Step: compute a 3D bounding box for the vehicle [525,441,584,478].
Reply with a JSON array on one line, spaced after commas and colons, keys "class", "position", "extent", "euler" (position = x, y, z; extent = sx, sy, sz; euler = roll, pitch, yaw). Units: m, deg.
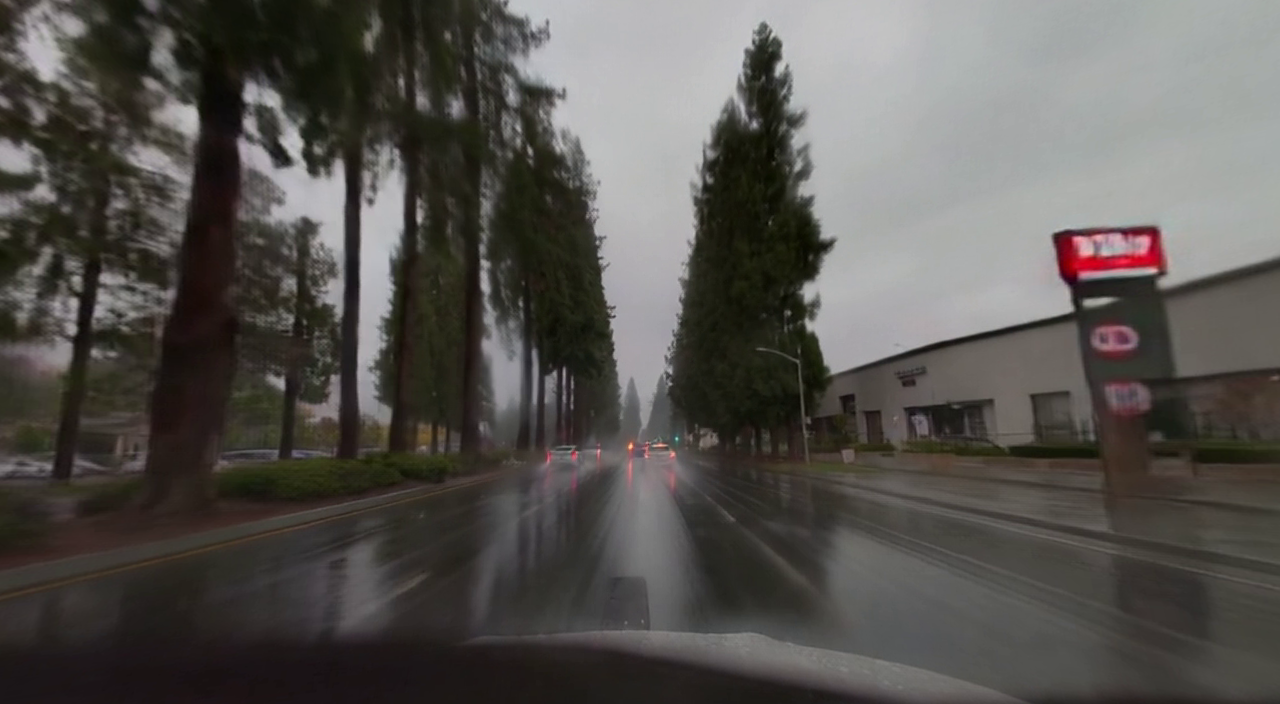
[{"class": "vehicle", "position": [-3.708, 4.737, 28.136], "extent": [1.908, 1.481, 4.536], "euler": [0, -8, 1]}]

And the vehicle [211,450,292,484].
[{"class": "vehicle", "position": [-22.797, 6.735, 37.231], "extent": [1.887, 1.801, 4.587], "euler": [0, -8, -1]}]

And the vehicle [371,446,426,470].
[{"class": "vehicle", "position": [-18.470, 8.103, 48.501], "extent": [2.021, 1.732, 5.410], "euler": [0, -8, 1]}]

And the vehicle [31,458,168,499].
[{"class": "vehicle", "position": [-22.950, 5.360, 27.039], "extent": [1.905, 1.483, 4.479], "euler": [0, -8, 0]}]

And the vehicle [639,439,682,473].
[{"class": "vehicle", "position": [0.959, 5.144, 31.473], "extent": [1.922, 1.579, 3.642], "euler": [0, -8, -1]}]
